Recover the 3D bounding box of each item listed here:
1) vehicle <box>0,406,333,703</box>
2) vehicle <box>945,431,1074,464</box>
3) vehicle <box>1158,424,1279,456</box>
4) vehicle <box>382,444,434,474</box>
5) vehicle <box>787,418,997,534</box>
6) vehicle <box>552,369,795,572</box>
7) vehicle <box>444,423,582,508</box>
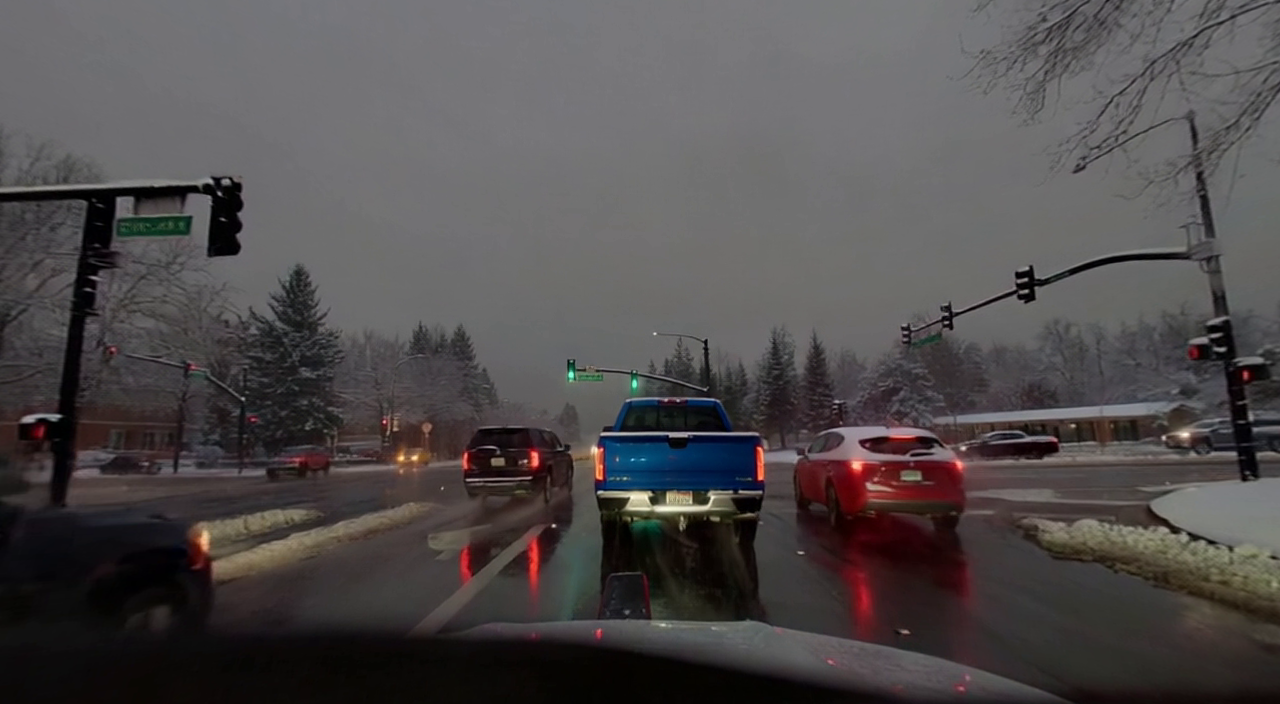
[{"bbox_3d":[-3.353,0.951,2.351,1.998,1.481,4.656,0,-8,1],"label":"vehicle"},{"bbox_3d":[16.901,4.376,28.952,4.809,1.458,1.842,0,-8,-3],"label":"vehicle"},{"bbox_3d":[27.779,4.175,29.897,4.681,1.458,1.908,0,-8,-1],"label":"vehicle"},{"bbox_3d":[-16.217,7.470,44.306,1.884,1.931,4.375,0,-8,0],"label":"vehicle"},{"bbox_3d":[4.125,2.094,11.244,1.984,1.659,4.226,0,-8,0],"label":"vehicle"},{"bbox_3d":[0.411,1.565,8.993,2.505,2.084,4.768,0,-8,2],"label":"vehicle"},{"bbox_3d":[-2.871,2.712,15.522,2.125,1.739,4.707,-1,-8,4],"label":"vehicle"}]
